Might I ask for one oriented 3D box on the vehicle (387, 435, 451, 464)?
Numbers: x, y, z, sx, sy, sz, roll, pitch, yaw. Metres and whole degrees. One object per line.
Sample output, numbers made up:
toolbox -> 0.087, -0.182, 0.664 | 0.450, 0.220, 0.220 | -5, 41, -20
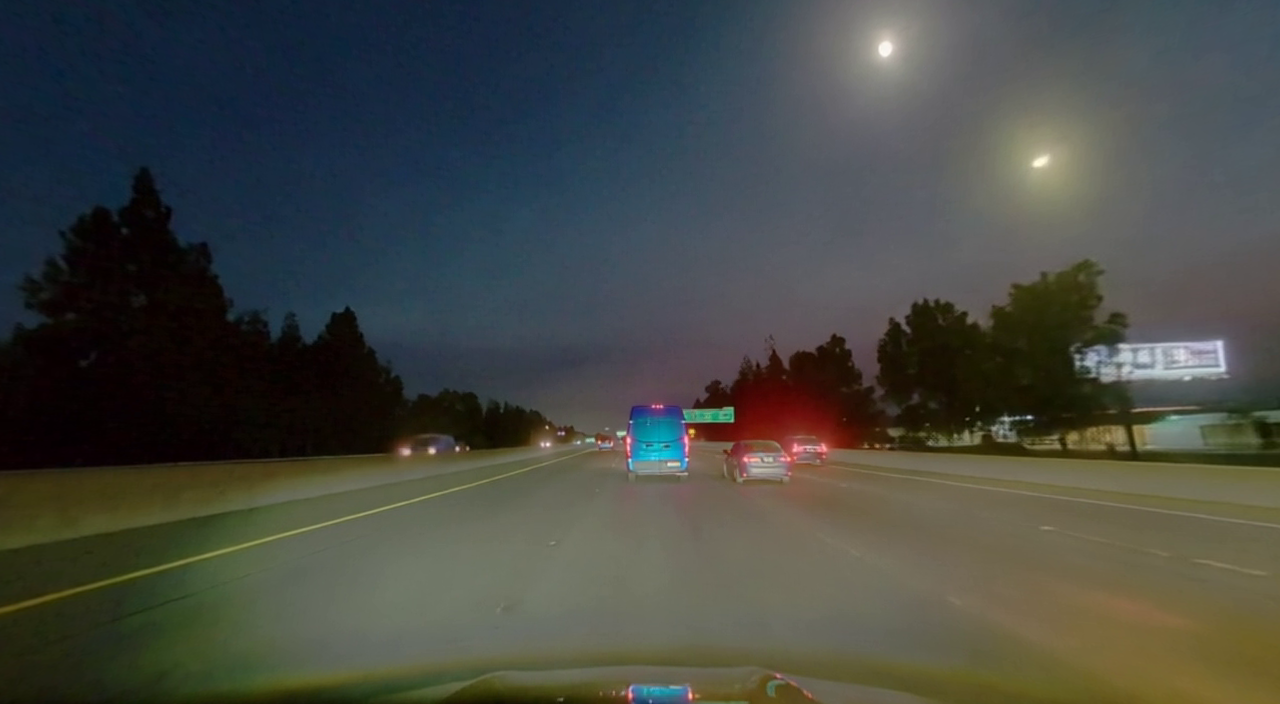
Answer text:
vehicle -> -13.231, 5.865, 37.910 | 2.055, 1.604, 4.852 | 0, -8, 0

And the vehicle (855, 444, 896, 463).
vehicle -> 17.541, 7.558, 46.942 | 1.670, 1.402, 3.595 | 0, -8, -1

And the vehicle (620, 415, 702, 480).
vehicle -> 0.589, 3.476, 23.067 | 2.546, 2.087, 5.404 | 0, -8, -3

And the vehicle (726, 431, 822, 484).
vehicle -> 4.125, 3.311, 20.063 | 2.099, 1.510, 3.784 | 0, -8, -2
